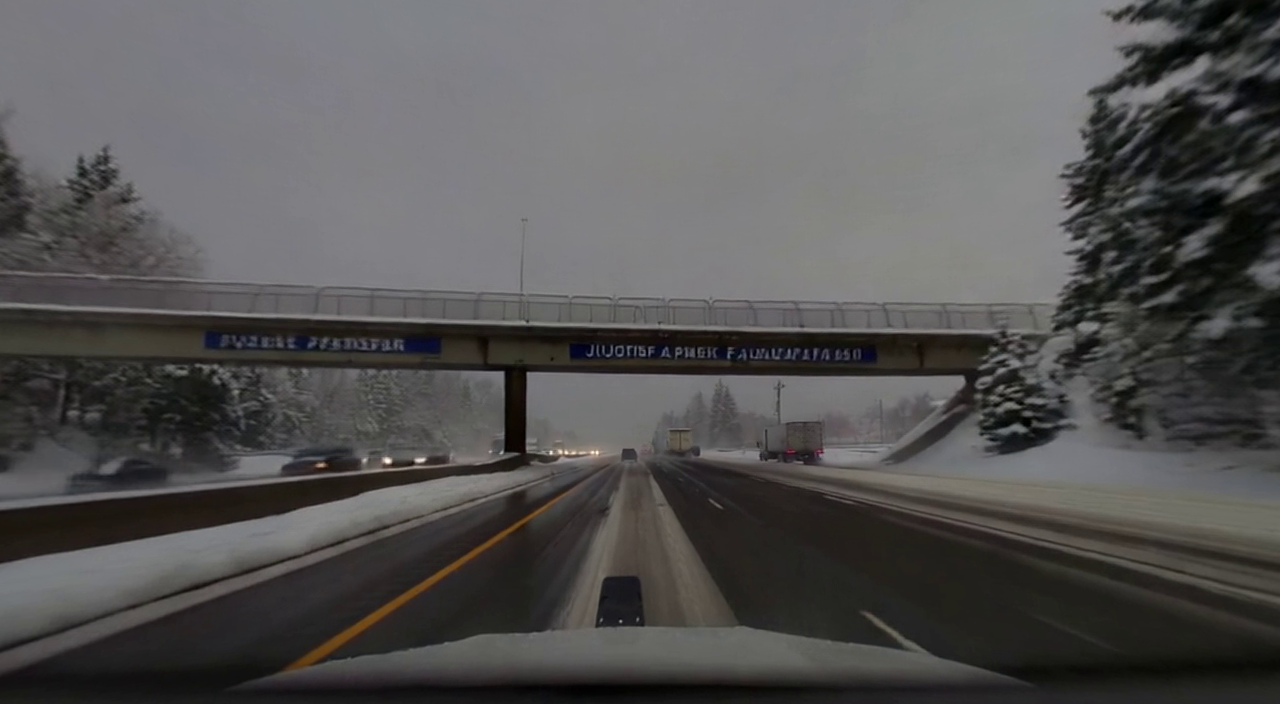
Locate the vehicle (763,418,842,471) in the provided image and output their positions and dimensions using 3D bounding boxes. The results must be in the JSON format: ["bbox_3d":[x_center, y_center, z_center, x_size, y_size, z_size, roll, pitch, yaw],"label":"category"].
[{"bbox_3d":[11.197,6.570,44.696,2.912,3.293,9.588,0,-9,-1],"label":"vehicle"}]

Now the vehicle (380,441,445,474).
[{"bbox_3d":[-10.489,4.881,29.319,1.676,1.424,3.480,0,-9,0],"label":"vehicle"}]

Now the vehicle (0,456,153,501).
[{"bbox_3d":[-20.596,4.545,23.149,1.836,1.410,4.606,0,-9,-1],"label":"vehicle"}]

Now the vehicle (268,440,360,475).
[{"bbox_3d":[-16.686,5.433,32.663,2.138,1.624,4.803,1,-9,0],"label":"vehicle"}]
